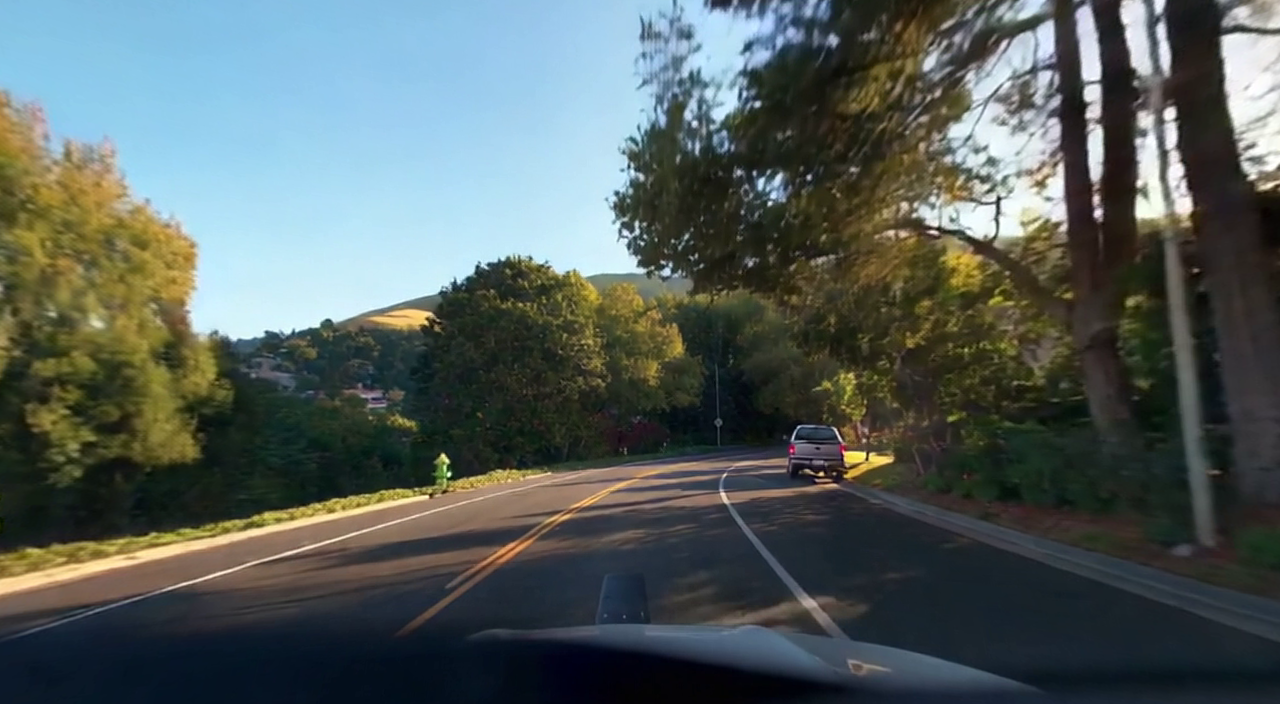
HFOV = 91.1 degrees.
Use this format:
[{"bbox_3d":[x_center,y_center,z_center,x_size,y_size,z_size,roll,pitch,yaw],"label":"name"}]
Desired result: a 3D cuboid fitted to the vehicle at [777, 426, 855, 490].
[{"bbox_3d":[5.579,3.361,20.439,1.992,1.817,4.467,-1,-8,10],"label":"vehicle"}]
